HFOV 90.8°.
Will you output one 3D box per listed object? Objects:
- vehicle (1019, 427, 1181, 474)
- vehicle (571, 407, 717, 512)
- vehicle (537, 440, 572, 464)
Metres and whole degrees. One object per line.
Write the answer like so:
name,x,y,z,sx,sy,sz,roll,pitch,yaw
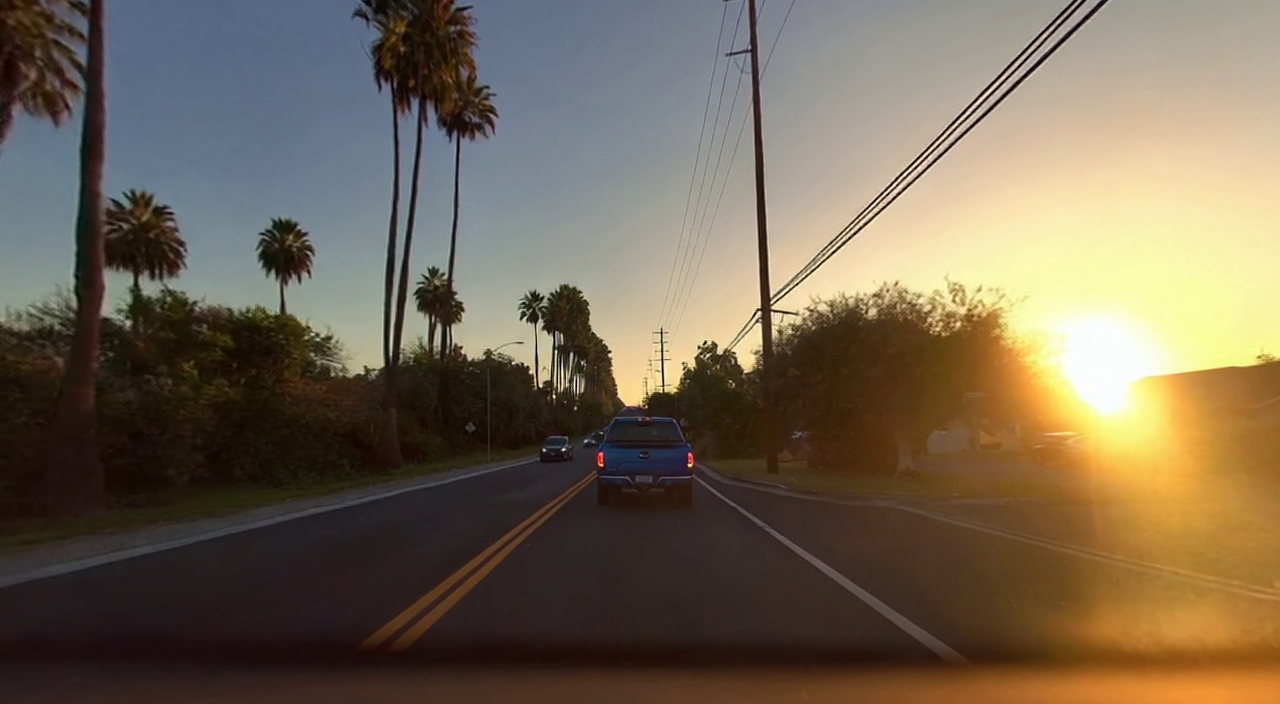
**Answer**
vehicle,20.326,4.402,28.456,2.277,1.836,6.267,0,-8,-4
vehicle,0.021,2.554,15.419,2.848,2.047,5.885,0,-8,-1
vehicle,-6.289,7.399,46.914,2.140,1.706,4.229,0,-8,-1
